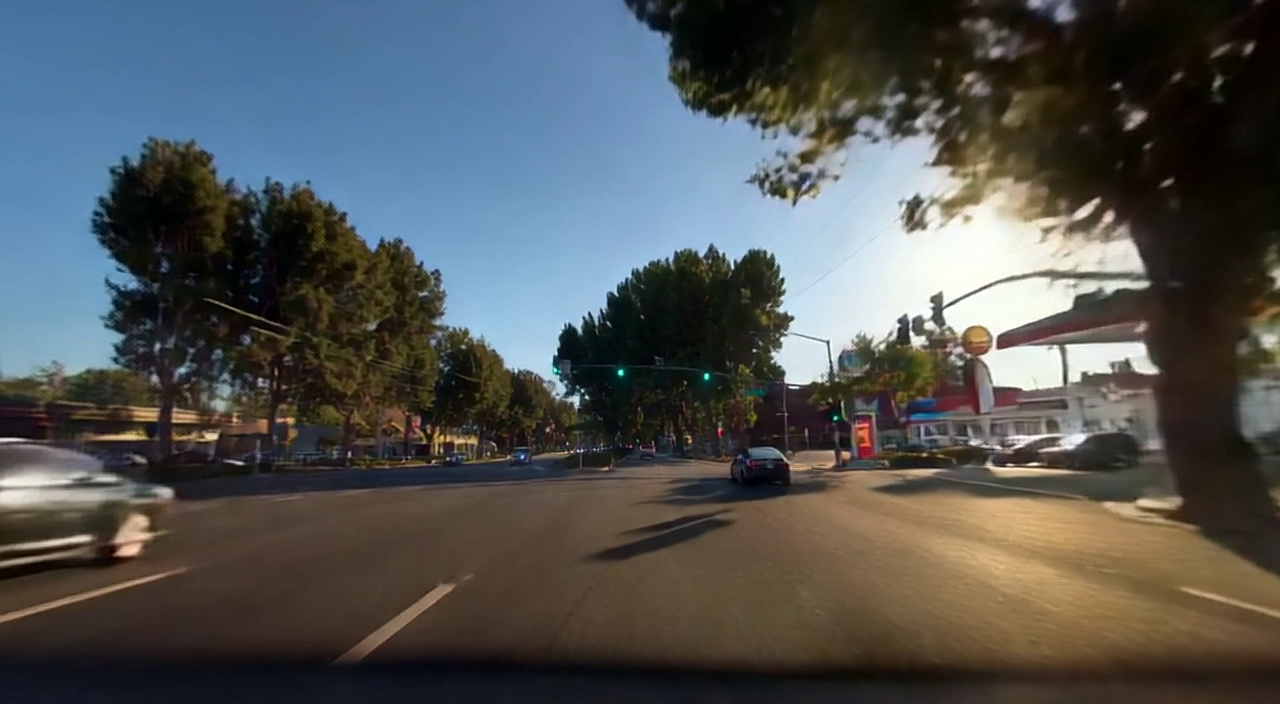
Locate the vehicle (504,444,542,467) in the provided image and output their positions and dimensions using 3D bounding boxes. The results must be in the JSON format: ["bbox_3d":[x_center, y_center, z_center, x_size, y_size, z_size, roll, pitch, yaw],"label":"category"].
[{"bbox_3d":[-8.630,7.713,46.820,1.913,1.478,4.312,-4,-10,0],"label":"vehicle"}]

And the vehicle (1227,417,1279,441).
[{"bbox_3d":[47.720,5.904,48.018,1.924,1.682,4.388,1,-9,0],"label":"vehicle"}]

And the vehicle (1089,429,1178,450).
[{"bbox_3d":[34.257,6.094,43.954,4.416,1.458,1.907,-1,-9,7],"label":"vehicle"}]

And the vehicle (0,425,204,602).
[{"bbox_3d":[-6.584,1.483,5.960,1.898,1.539,4.314,0,-9,-1],"label":"vehicle"}]

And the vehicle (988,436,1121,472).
[{"bbox_3d":[18.300,4.523,28.153,4.533,1.485,1.916,-3,-9,19],"label":"vehicle"}]
